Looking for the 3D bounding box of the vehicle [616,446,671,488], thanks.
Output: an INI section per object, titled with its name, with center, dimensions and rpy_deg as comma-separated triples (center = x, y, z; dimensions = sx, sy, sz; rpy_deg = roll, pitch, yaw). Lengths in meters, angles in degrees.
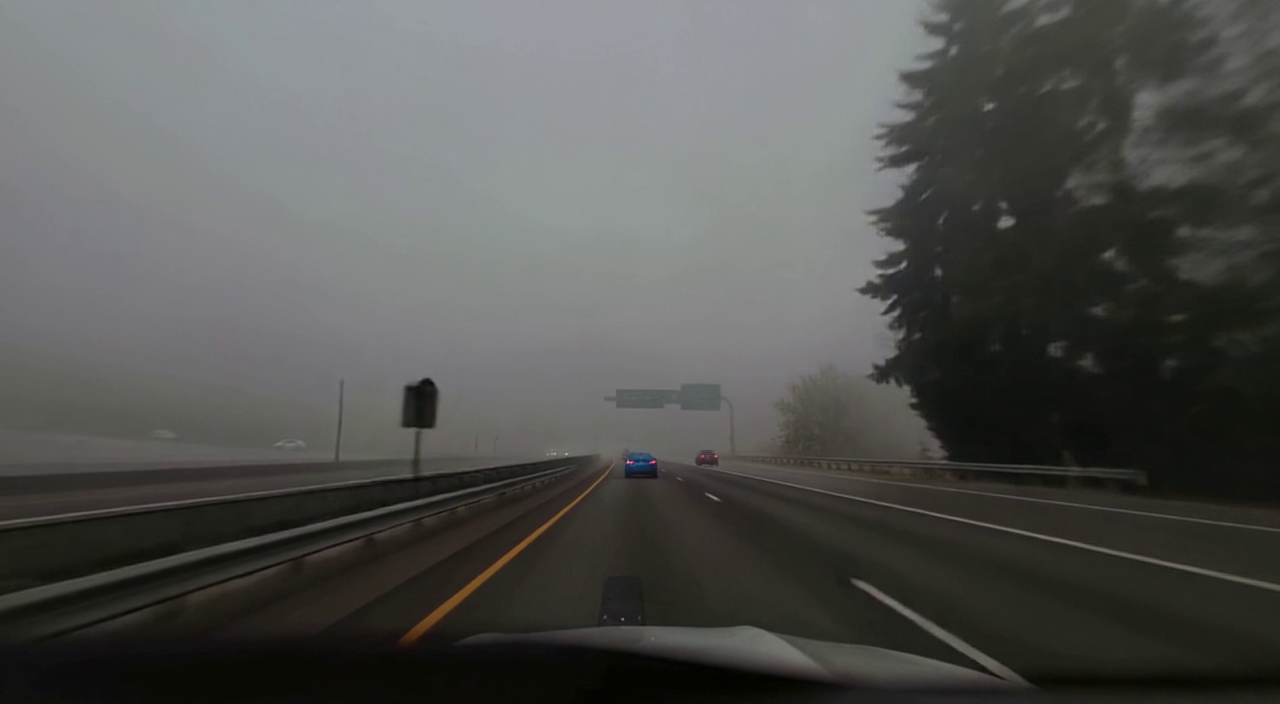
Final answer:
[vehicle]
center = 0.089, 4.602, 25.581
dimensions = 2.069, 1.523, 4.012
rpy_deg = 0, -9, -1
